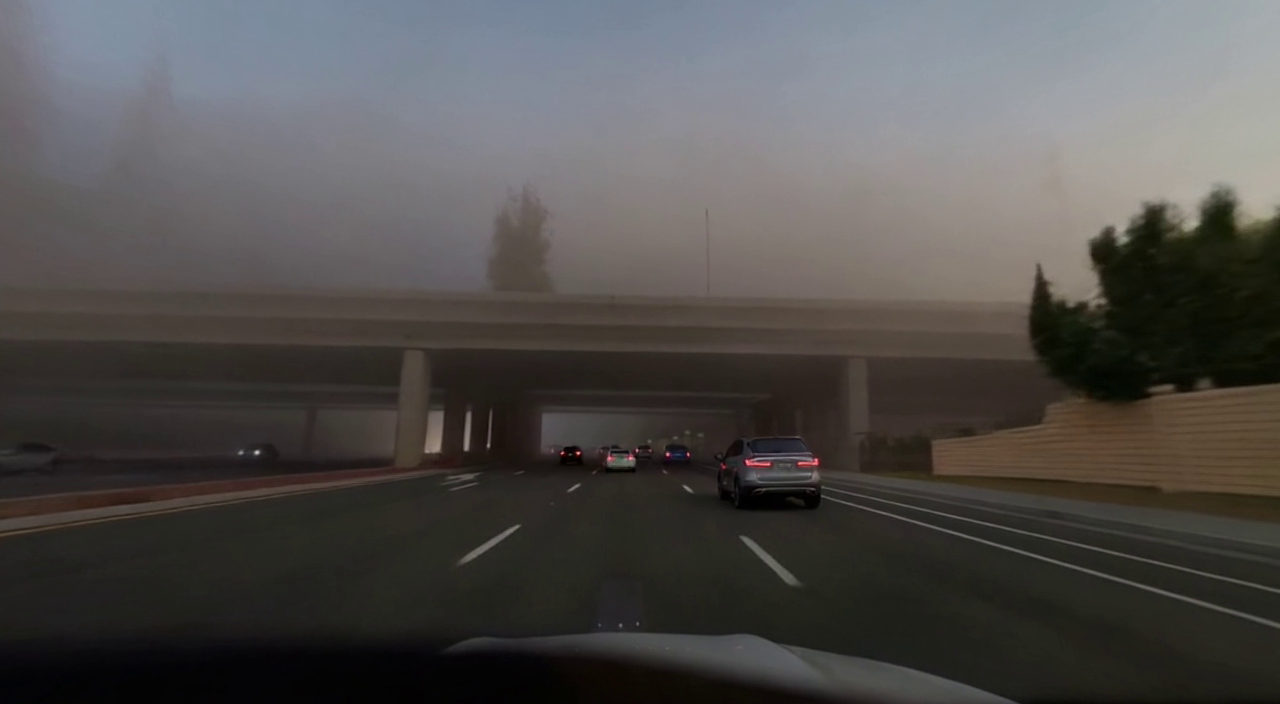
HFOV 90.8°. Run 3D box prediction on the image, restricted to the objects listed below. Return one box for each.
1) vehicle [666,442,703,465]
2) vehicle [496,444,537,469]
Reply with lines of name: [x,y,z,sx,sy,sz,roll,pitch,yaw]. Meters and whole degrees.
vehicle: [3.355,7.847,48.871,2.377,1.678,4.353,0,-8,-3]
vehicle: [-8.073,6.851,41.650,2.007,1.519,4.366,0,-8,-2]
